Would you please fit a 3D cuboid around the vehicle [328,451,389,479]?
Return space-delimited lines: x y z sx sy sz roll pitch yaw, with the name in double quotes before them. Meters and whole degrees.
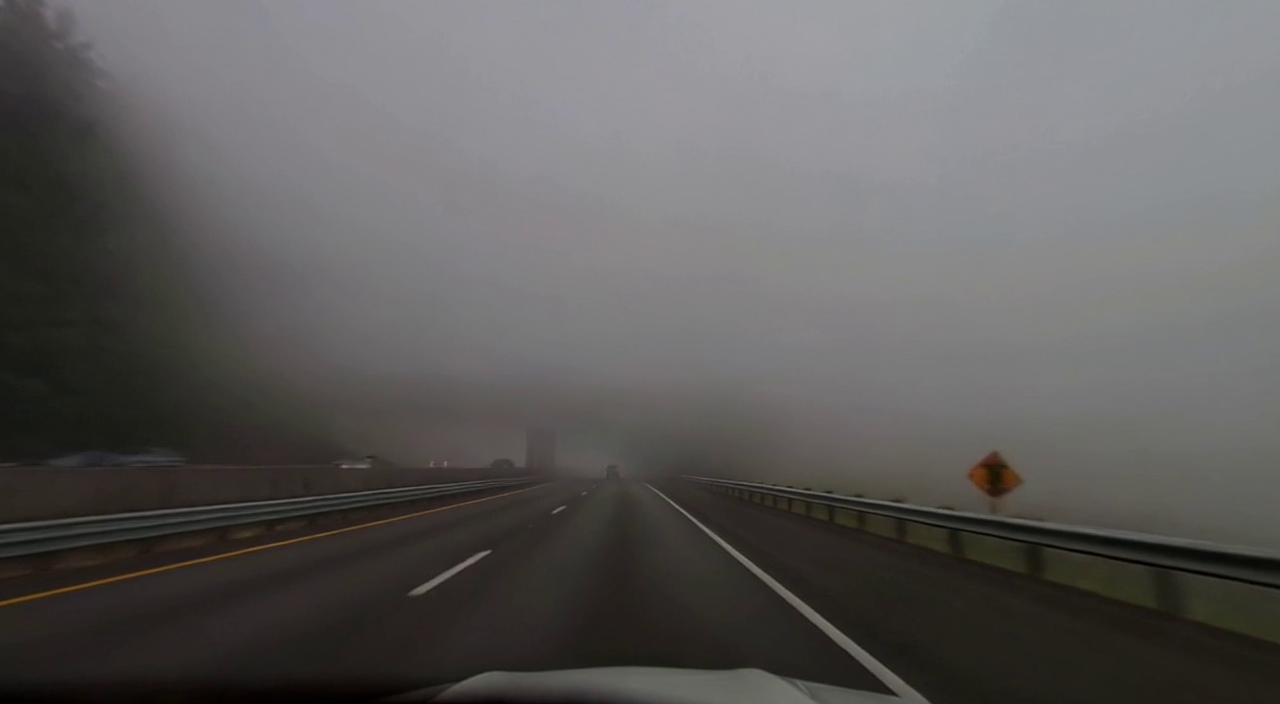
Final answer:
"vehicle" -17.993 7.276 40.500 1.963 1.652 4.442 1 -11 -3
